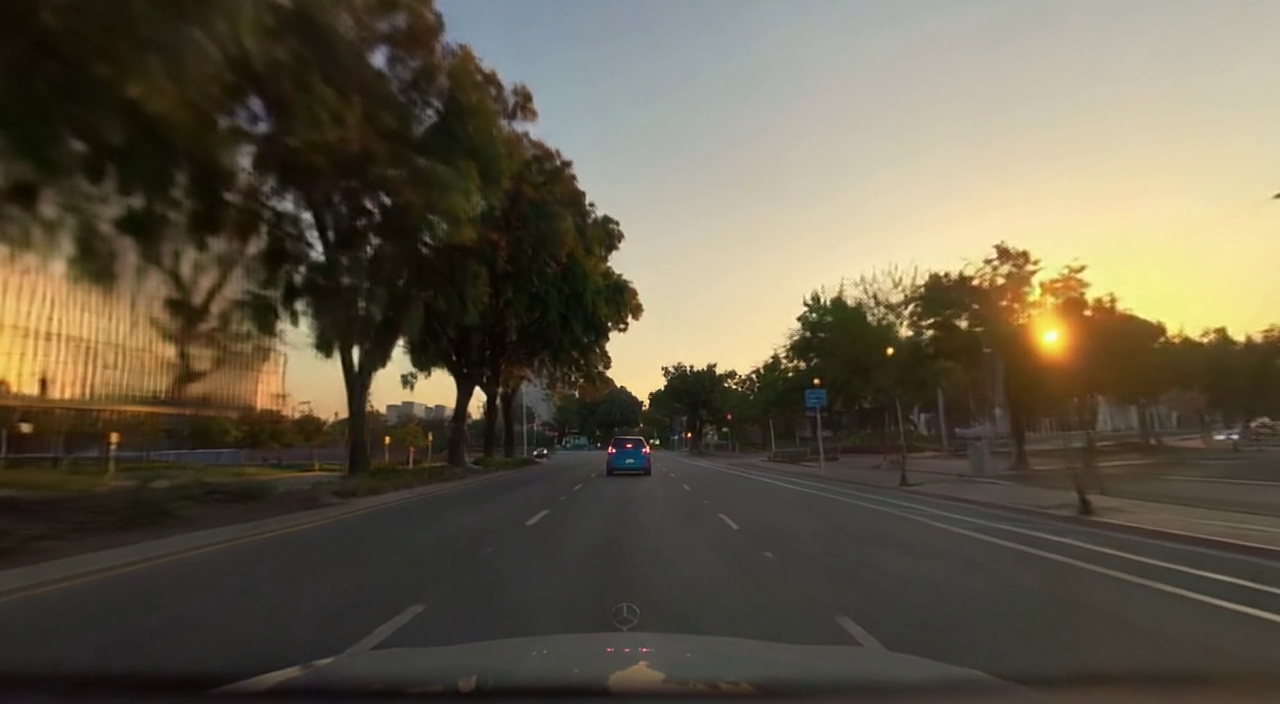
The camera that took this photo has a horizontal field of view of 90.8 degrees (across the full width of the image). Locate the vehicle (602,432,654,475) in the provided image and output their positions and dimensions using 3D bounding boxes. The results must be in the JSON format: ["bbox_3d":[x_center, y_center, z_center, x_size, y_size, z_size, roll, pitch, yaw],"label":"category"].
[{"bbox_3d":[-0.539,4.799,30.033,2.313,1.860,4.319,0,-9,0],"label":"vehicle"}]
